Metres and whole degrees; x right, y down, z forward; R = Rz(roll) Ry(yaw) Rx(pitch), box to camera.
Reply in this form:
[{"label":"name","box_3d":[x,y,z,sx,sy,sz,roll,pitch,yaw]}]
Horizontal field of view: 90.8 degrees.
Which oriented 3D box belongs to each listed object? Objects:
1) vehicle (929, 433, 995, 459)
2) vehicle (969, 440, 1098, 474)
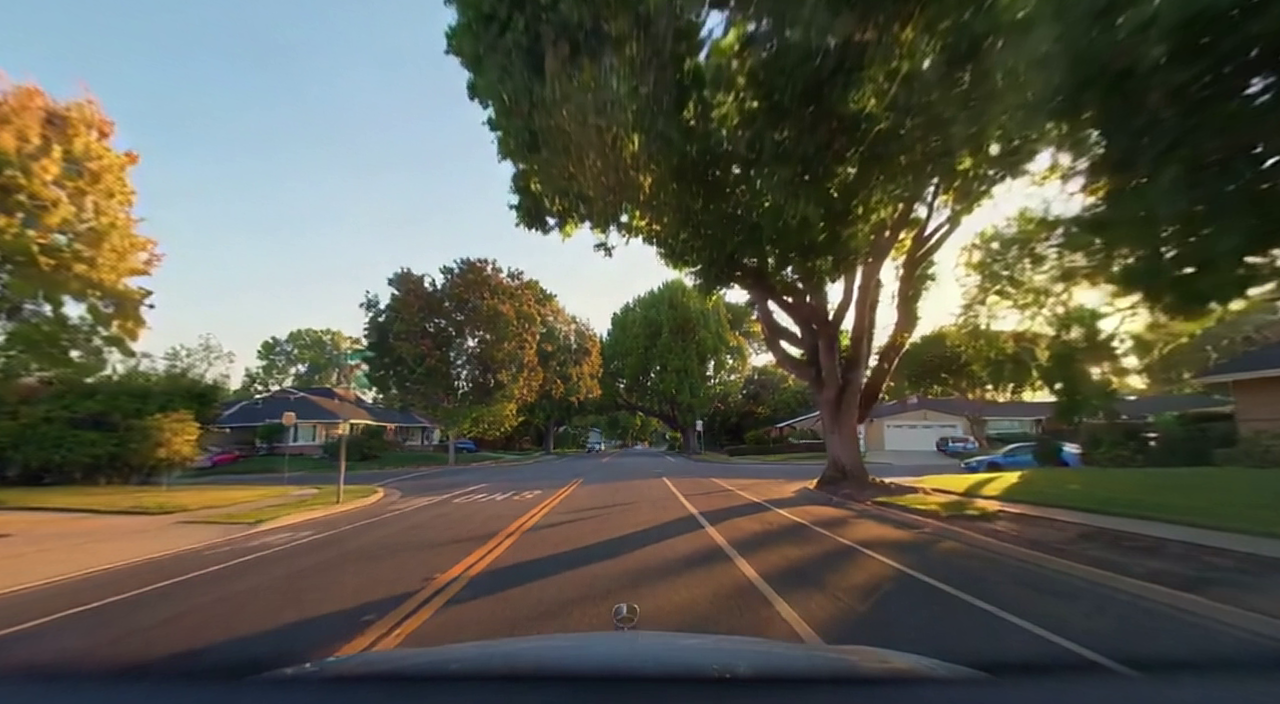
[{"label":"vehicle","box_3d":[22.886,6.647,45.088,1.879,1.584,4.761,1,-6,-5]},{"label":"vehicle","box_3d":[17.507,4.679,28.281,4.368,1.457,2.031,0,-8,1]}]
